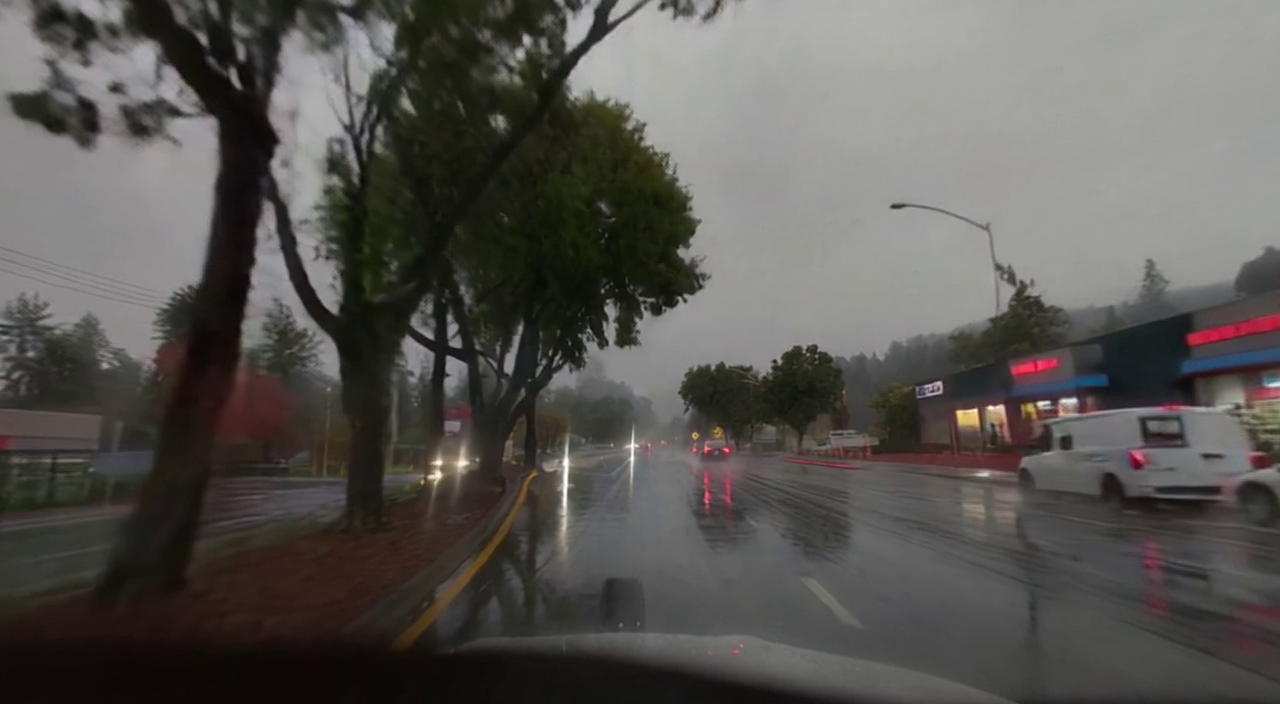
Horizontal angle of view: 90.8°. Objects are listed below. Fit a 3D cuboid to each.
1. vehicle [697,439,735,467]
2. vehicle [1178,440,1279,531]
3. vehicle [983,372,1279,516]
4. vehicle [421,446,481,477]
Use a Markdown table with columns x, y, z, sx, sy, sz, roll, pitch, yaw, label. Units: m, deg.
| x | y | z | sx | sy | sz | roll | pitch | yaw | label |
| --- | --- | --- | --- | --- | --- | --- | --- | --- | --- |
| 4.746 | 6.383 | 39.904 | 1.957 | 1.643 | 4.226 | 0 | -9 | 1 | vehicle |
| 10.960 | 2.007 | 9.308 | 1.857 | 1.411 | 4.859 | 0 | -9 | 1 | vehicle |
| 11.057 | 2.187 | 15.016 | 2.507 | 2.745 | 5.779 | 0 | -9 | 1 | vehicle |
| -10.600 | 6.165 | 35.811 | 1.994 | 1.657 | 4.510 | 0 | -9 | 1 | vehicle |
